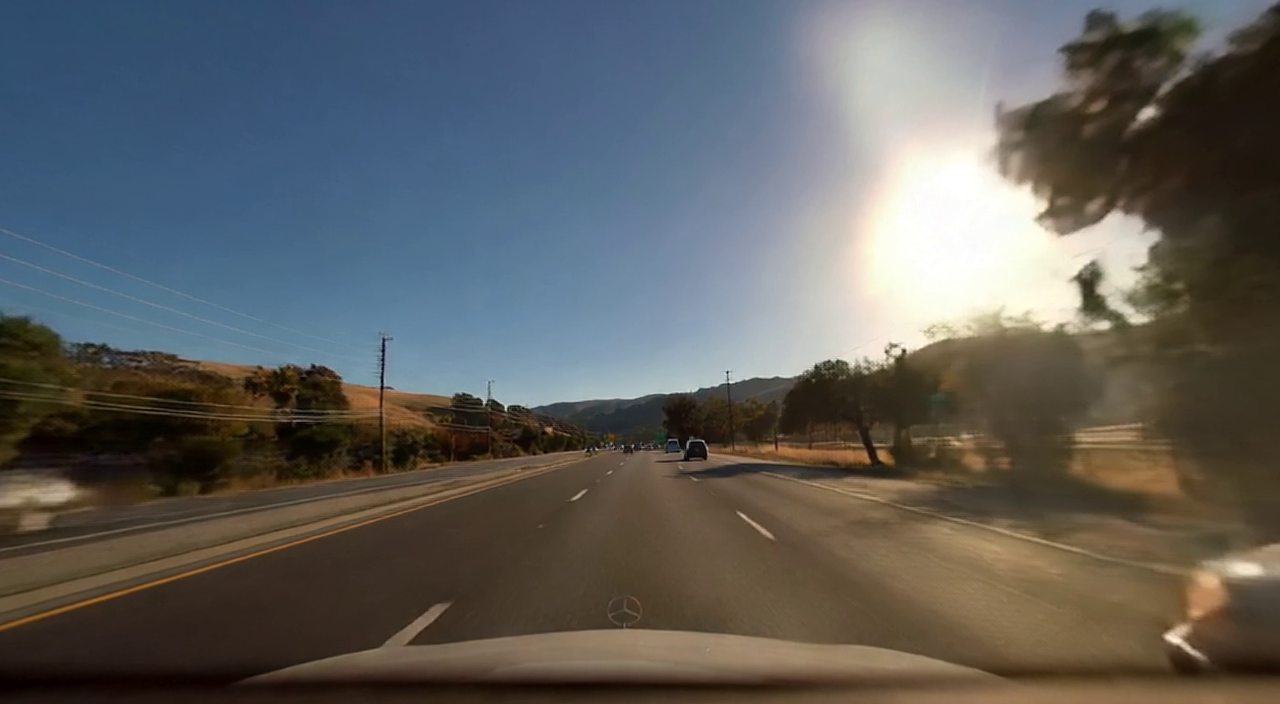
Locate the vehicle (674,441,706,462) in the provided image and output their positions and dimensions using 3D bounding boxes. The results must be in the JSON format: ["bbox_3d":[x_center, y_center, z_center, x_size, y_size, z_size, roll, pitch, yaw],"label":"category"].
[{"bbox_3d":[3.863,7.834,49.660,2.148,1.538,4.430,0,-8,0],"label":"vehicle"}]
